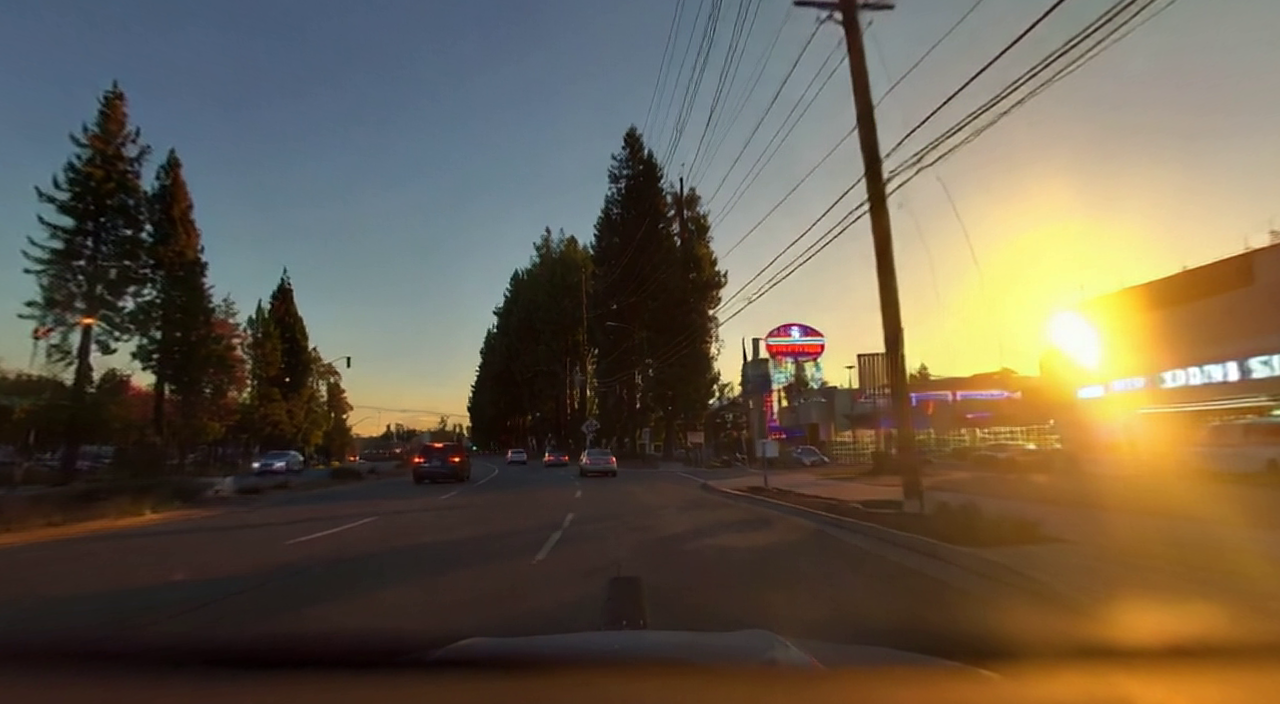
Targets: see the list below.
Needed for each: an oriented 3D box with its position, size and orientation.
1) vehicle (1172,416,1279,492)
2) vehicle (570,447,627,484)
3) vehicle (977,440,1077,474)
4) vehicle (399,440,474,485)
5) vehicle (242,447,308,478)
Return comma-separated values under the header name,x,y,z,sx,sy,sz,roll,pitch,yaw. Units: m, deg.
name,x,y,z,sx,sy,sz,roll,pitch,yaw
vehicle,17.060,2.681,16.720,1.863,1.889,4.839,-3,-10,5
vehicle,-1.911,4.935,27.836,2.130,1.476,4.453,1,-9,-8
vehicle,18.220,4.958,29.965,1.795,1.485,4.601,0,-9,0
vehicle,-8.705,4.734,27.405,2.195,1.752,4.515,1,-9,-7
vehicle,-25.393,7.668,44.195,2.258,1.960,5.783,2,-9,-12
